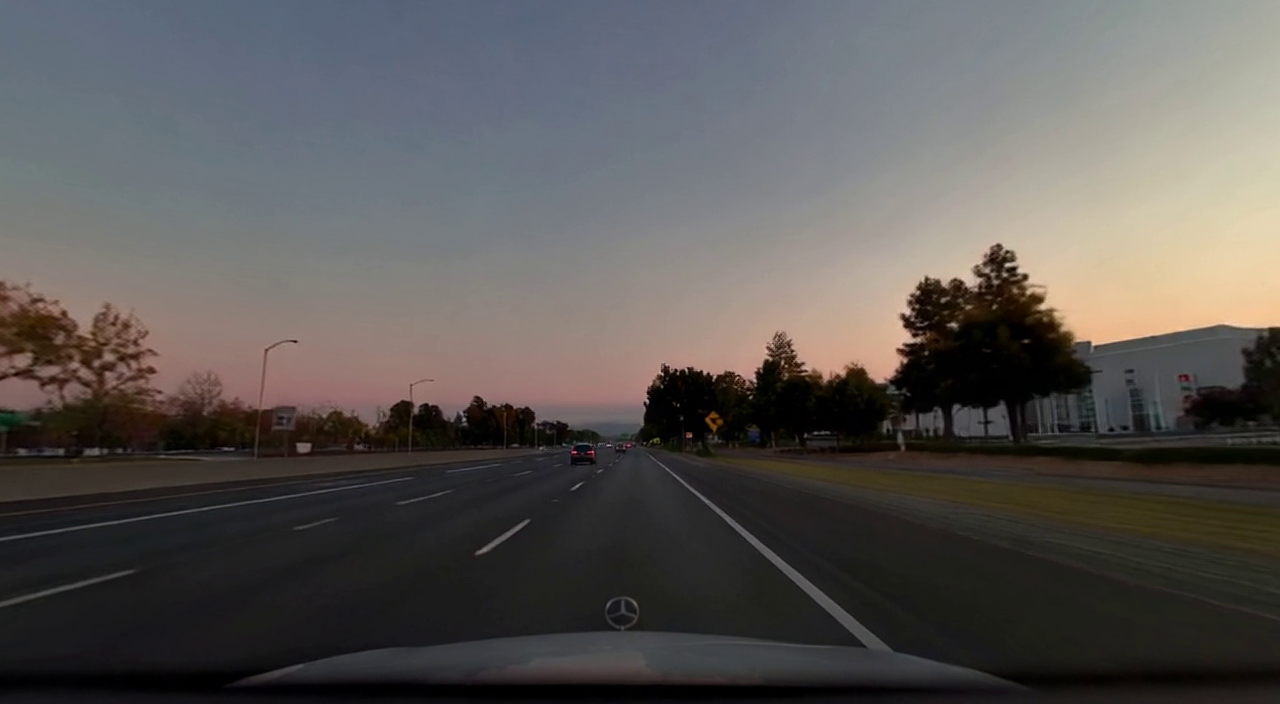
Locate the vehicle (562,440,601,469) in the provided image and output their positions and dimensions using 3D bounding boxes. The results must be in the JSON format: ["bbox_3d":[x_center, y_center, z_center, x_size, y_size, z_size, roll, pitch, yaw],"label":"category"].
[{"bbox_3d":[-3.829,6.836,42.359,2.150,1.761,4.697,0,-8,0],"label":"vehicle"}]
